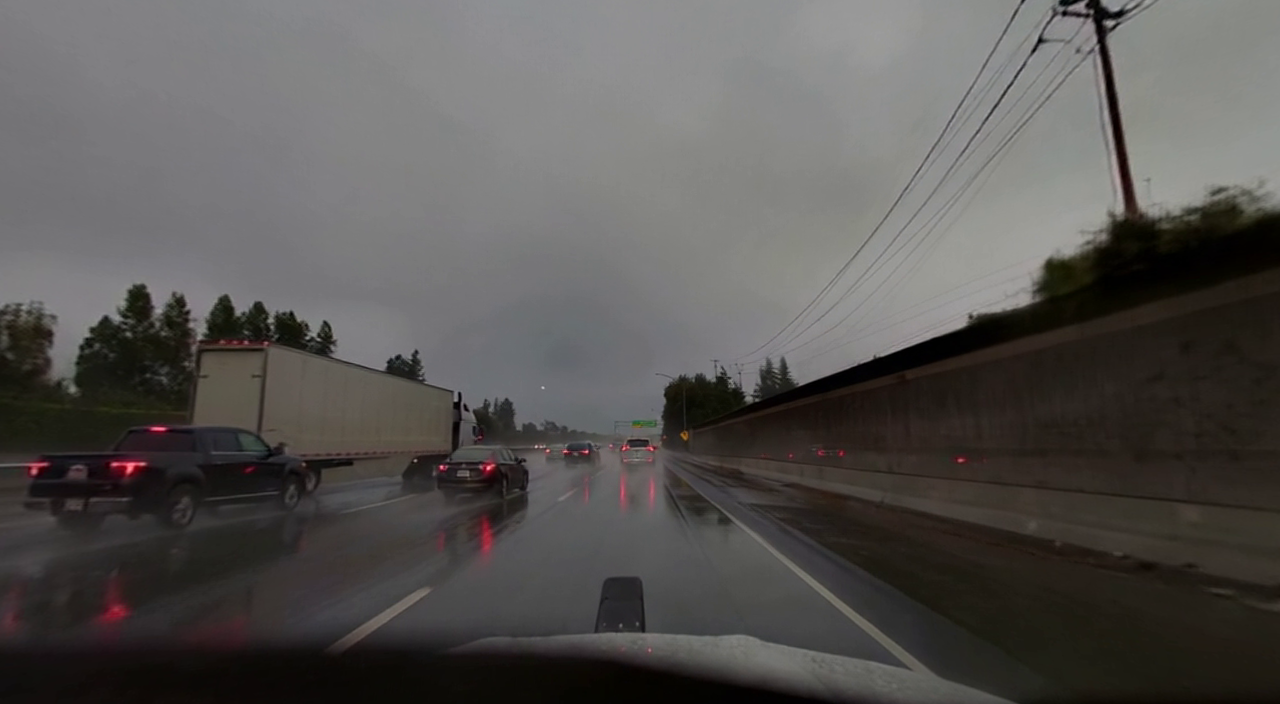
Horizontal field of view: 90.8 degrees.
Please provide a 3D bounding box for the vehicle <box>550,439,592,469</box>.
[{"bbox_3d":[-4.071,6.112,38.094,1.976,1.705,4.176,0,-8,1],"label":"vehicle"}]

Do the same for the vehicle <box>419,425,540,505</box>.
[{"bbox_3d":[-3.850,2.795,15.982,1.923,1.716,4.289,0,-9,0],"label":"vehicle"}]

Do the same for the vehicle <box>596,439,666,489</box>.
[{"bbox_3d":[-0.302,3.653,20.958,2.089,1.477,3.818,0,-8,-1],"label":"vehicle"}]

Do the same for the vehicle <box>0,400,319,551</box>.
[{"bbox_3d":[-7.601,1.883,10.279,2.054,1.825,5.072,0,-9,0],"label":"vehicle"}]

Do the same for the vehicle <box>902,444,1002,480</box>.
[{"bbox_3d":[14.068,4.966,28.881,2.027,1.478,4.849,0,-9,-1],"label":"vehicle"}]

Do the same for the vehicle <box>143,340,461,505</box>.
[{"bbox_3d":[-10.639,2.938,23.858,2.892,4.073,16.528,0,-8,0],"label":"vehicle"}]
